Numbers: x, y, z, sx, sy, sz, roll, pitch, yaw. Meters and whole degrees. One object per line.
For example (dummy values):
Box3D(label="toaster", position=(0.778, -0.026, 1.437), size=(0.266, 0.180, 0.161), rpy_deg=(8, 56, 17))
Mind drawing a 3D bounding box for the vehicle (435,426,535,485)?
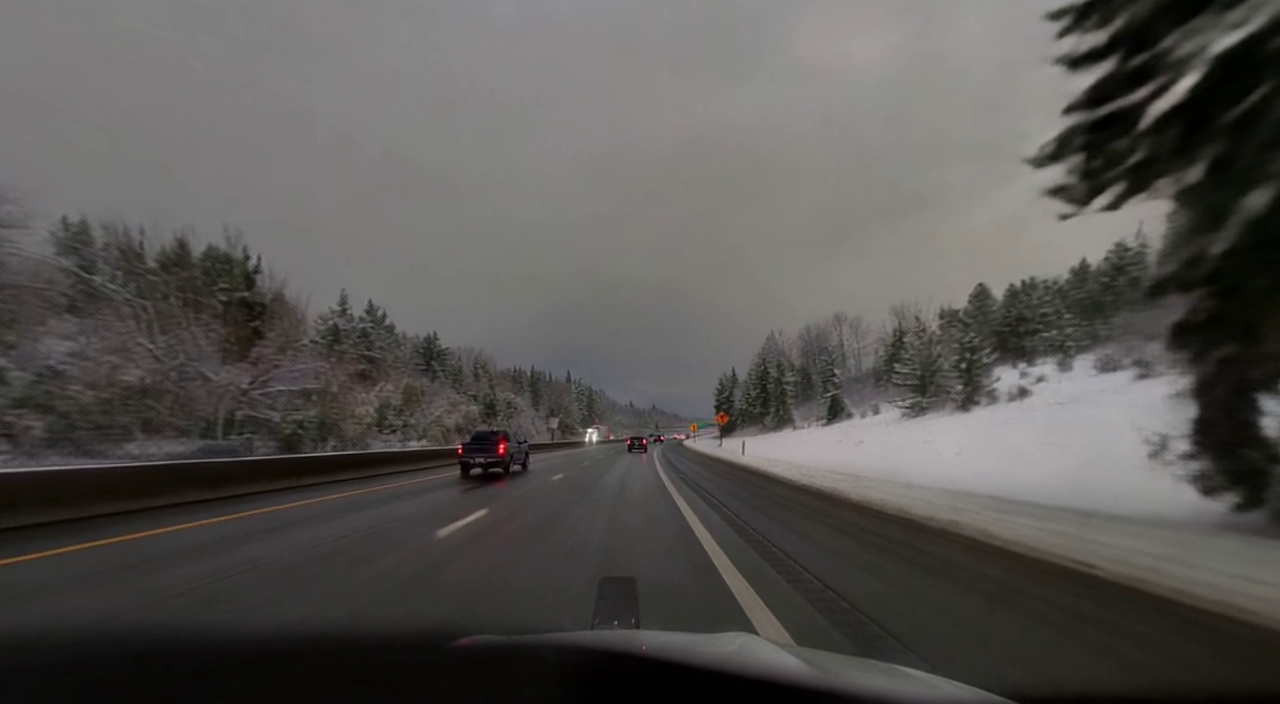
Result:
Box3D(label="vehicle", position=(-4.795, 3.264, 20.206), size=(2.075, 1.653, 4.317), rpy_deg=(0, -8, 0))

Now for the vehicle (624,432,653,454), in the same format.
Box3D(label="vehicle", position=(-0.108, 7.029, 48.553), size=(2.146, 1.636, 4.026), rpy_deg=(0, -8, -1))

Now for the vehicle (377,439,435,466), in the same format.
Box3D(label="vehicle", position=(-13.415, 5.756, 36.364), size=(1.843, 1.442, 3.840), rpy_deg=(-1, -8, 1))
